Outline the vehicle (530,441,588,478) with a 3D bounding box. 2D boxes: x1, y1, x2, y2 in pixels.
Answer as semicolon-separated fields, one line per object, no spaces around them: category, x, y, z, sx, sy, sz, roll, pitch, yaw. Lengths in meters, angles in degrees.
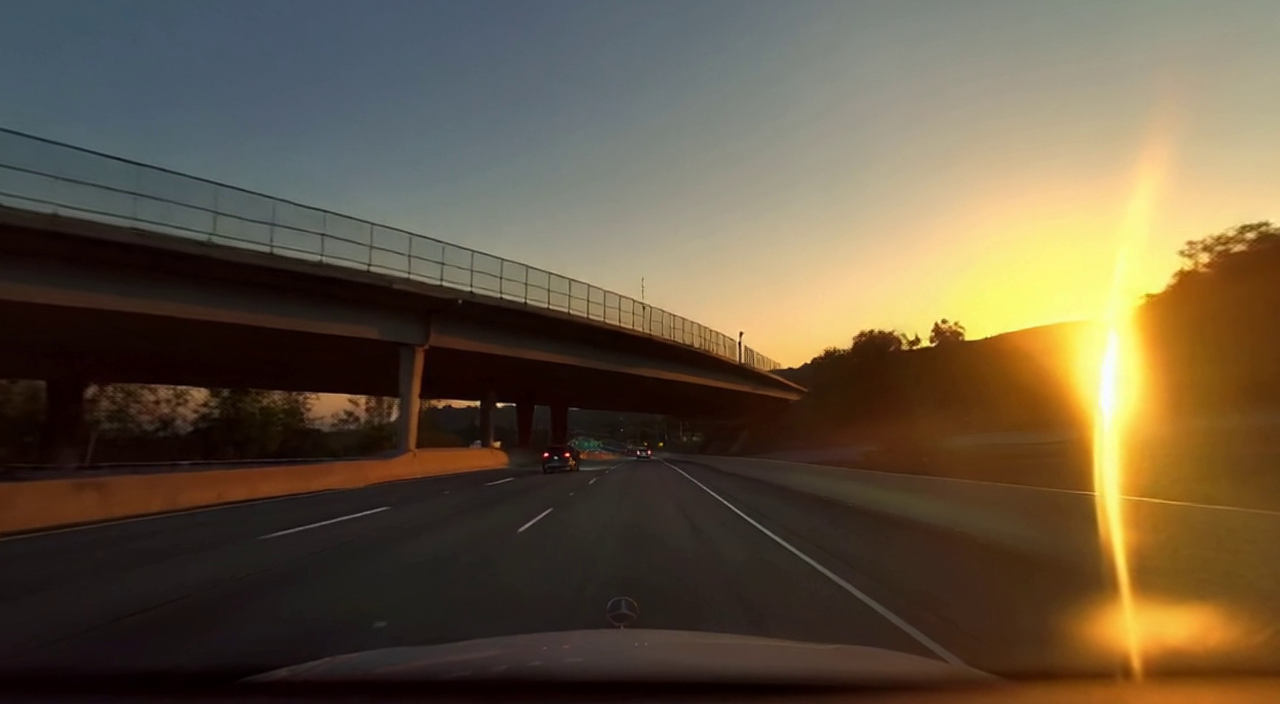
vehicle;-4.128;5.555;32.981;2.272;1.759;5.058;0;-9;1
